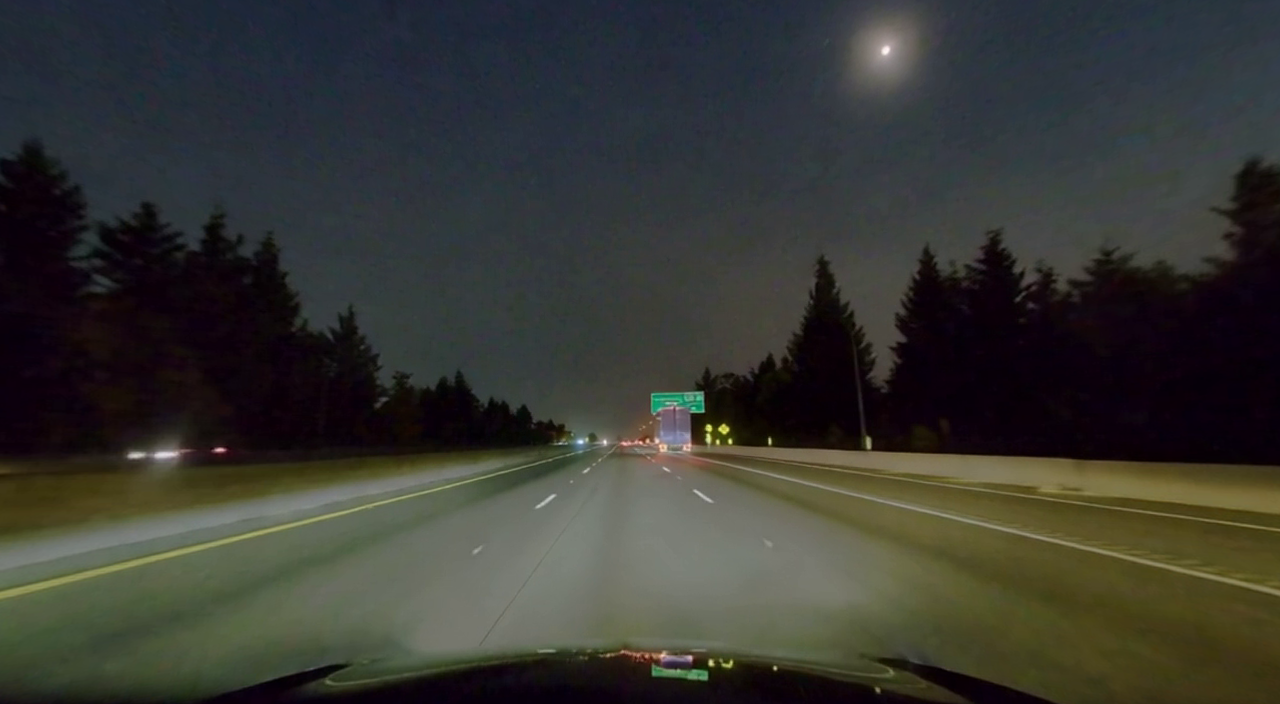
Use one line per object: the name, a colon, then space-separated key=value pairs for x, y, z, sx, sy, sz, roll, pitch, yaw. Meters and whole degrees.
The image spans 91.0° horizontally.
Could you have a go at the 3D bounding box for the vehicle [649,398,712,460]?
vehicle: x=2.823 y=5.984 z=47.953 sx=3.828 sy=4.143 sz=10.369 roll=0 pitch=-8 yaw=-2

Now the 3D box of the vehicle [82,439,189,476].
vehicle: x=-21.753 y=4.545 z=27.333 sx=1.687 sy=1.460 sz=3.630 roll=0 pitch=-8 yaw=-1
